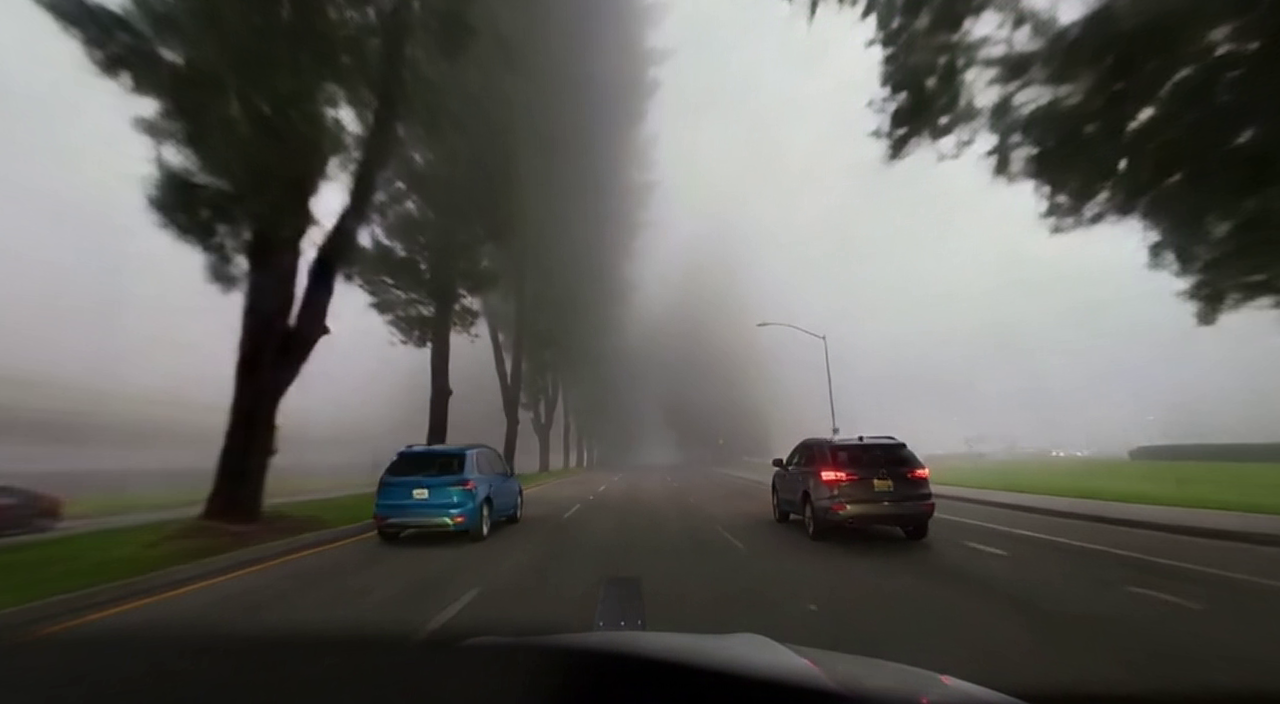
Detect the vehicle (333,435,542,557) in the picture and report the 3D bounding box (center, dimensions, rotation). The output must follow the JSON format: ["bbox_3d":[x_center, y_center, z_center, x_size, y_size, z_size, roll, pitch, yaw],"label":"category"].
[{"bbox_3d":[-3.105,2.307,10.763,2.025,1.635,4.293,0,-9,1],"label":"vehicle"}]

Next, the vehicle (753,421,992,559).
[{"bbox_3d":[3.468,2.184,10.696,2.087,1.759,5.040,0,-9,-1],"label":"vehicle"}]
